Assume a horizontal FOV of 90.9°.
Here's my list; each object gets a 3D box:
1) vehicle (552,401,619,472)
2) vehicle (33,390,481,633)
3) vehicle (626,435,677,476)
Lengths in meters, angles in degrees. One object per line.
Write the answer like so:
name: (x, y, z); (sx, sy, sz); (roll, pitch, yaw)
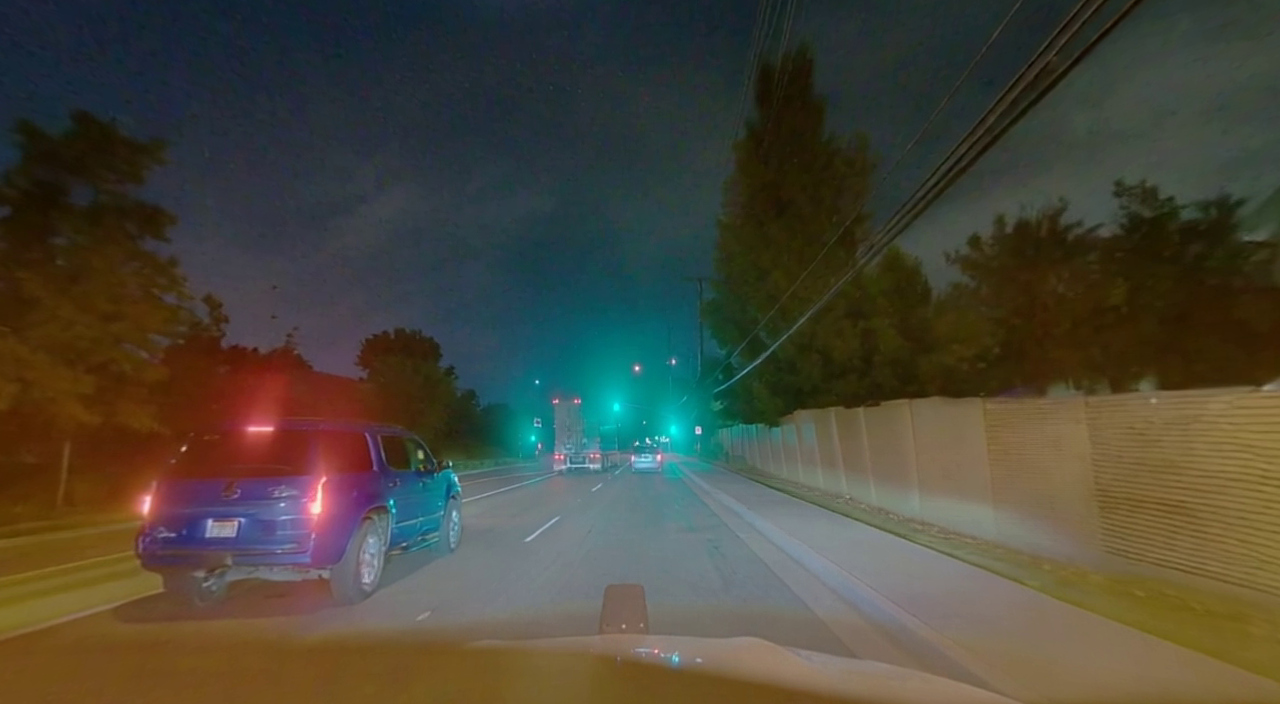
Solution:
vehicle: (-2.986, 5.070, 37.322); (2.928, 3.658, 8.980); (0, -8, 2)
vehicle: (-3.504, 1.550, 7.129); (2.093, 1.832, 4.508); (0, -9, 2)
vehicle: (0.513, 4.794, 29.389); (2.174, 1.749, 4.113); (0, -9, 1)
